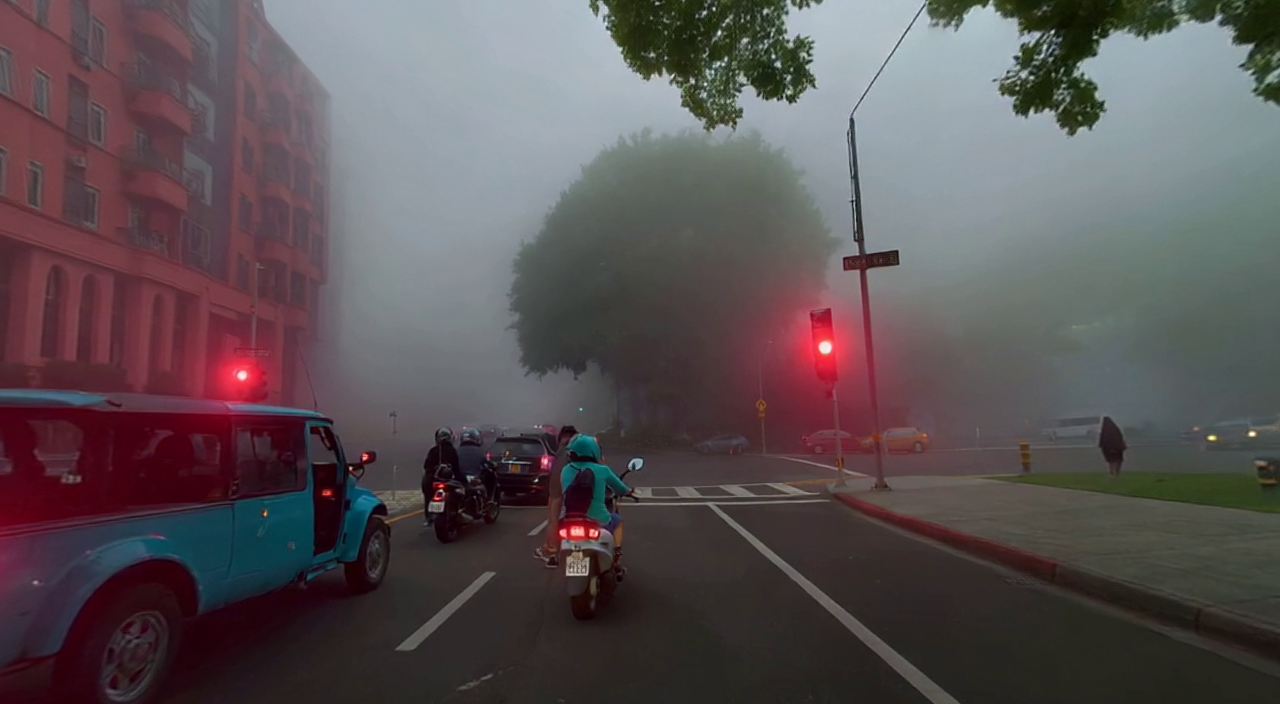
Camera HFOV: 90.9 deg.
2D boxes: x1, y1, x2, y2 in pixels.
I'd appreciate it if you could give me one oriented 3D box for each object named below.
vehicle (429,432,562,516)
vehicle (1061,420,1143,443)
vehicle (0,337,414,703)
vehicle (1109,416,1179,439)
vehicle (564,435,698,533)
[{"bbox_3d":[-3.093,2.711,14.449,1.935,1.615,4.073,-1,-9,2],"label":"vehicle"},{"bbox_3d":[30.830,5.332,42.105,1.751,1.420,4.027,8,-12,-43],"label":"vehicle"},{"bbox_3d":[-3.579,1.166,4.612,2.000,1.809,4.855,0,-9,0],"label":"vehicle"},{"bbox_3d":[37.086,5.600,46.415,1.716,1.543,3.682,8,-12,-41],"label":"vehicle"},{"bbox_3d":[-0.102,2.305,11.620,2.025,1.458,4.085,-1,-9,1],"label":"vehicle"}]
